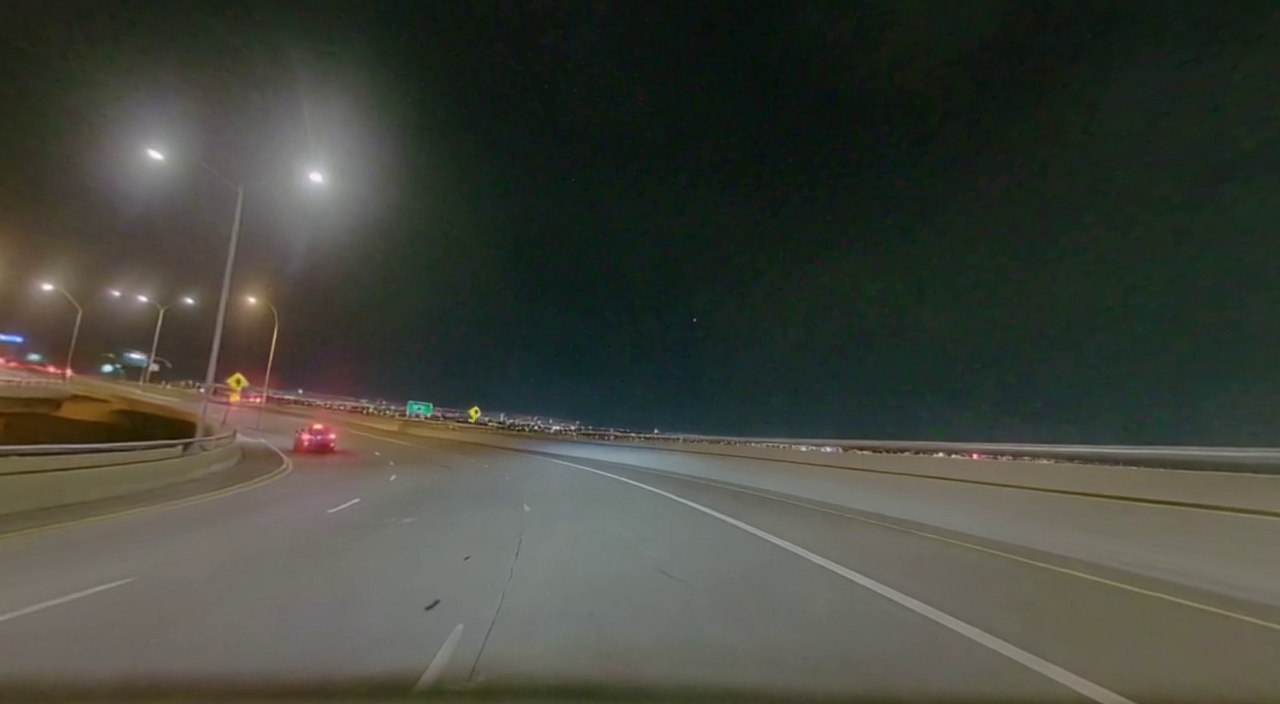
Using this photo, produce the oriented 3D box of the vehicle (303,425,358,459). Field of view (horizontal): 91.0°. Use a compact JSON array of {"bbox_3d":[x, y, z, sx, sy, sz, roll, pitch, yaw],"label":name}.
[{"bbox_3d":[-15.714,4.557,31.814,2.234,1.588,4.484,5,-10,-27],"label":"vehicle"}]
